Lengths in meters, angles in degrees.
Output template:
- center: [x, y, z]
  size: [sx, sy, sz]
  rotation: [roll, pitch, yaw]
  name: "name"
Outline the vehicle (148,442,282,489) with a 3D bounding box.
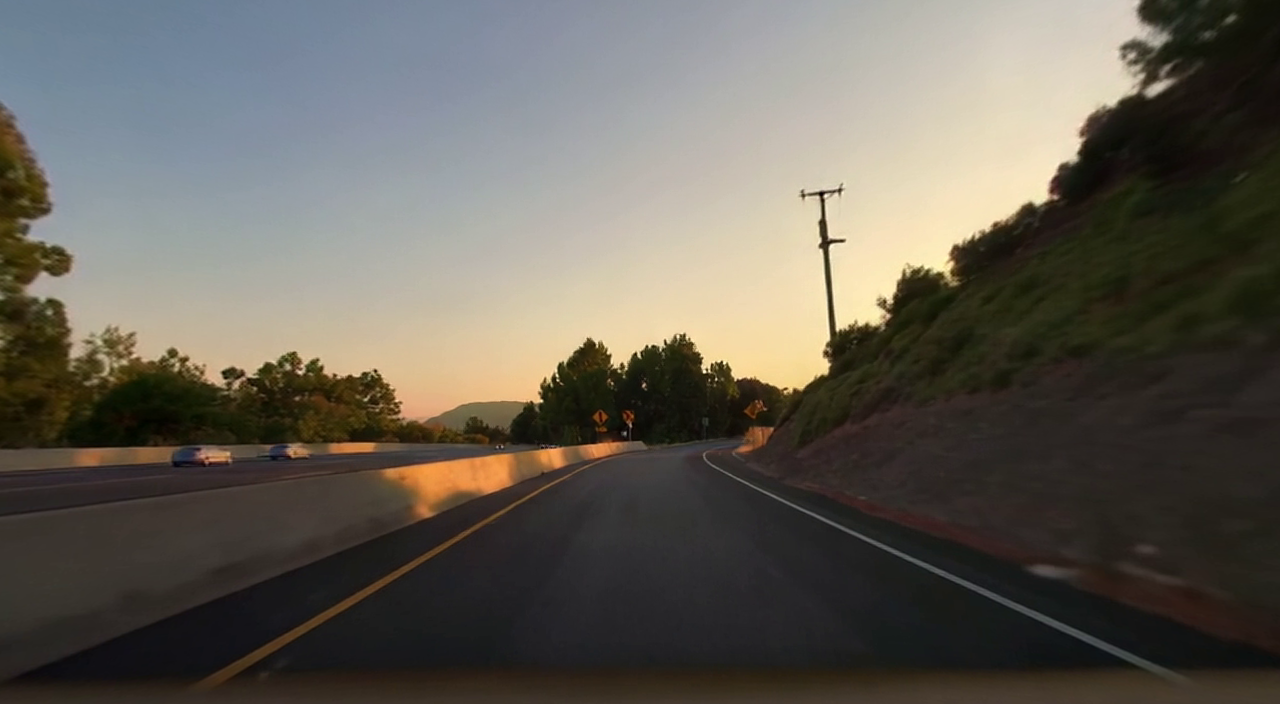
- center: [-14.781, 3.915, 22.192]
  size: [1.895, 1.451, 4.168]
  rotation: [0, -8, -2]
  name: "vehicle"
